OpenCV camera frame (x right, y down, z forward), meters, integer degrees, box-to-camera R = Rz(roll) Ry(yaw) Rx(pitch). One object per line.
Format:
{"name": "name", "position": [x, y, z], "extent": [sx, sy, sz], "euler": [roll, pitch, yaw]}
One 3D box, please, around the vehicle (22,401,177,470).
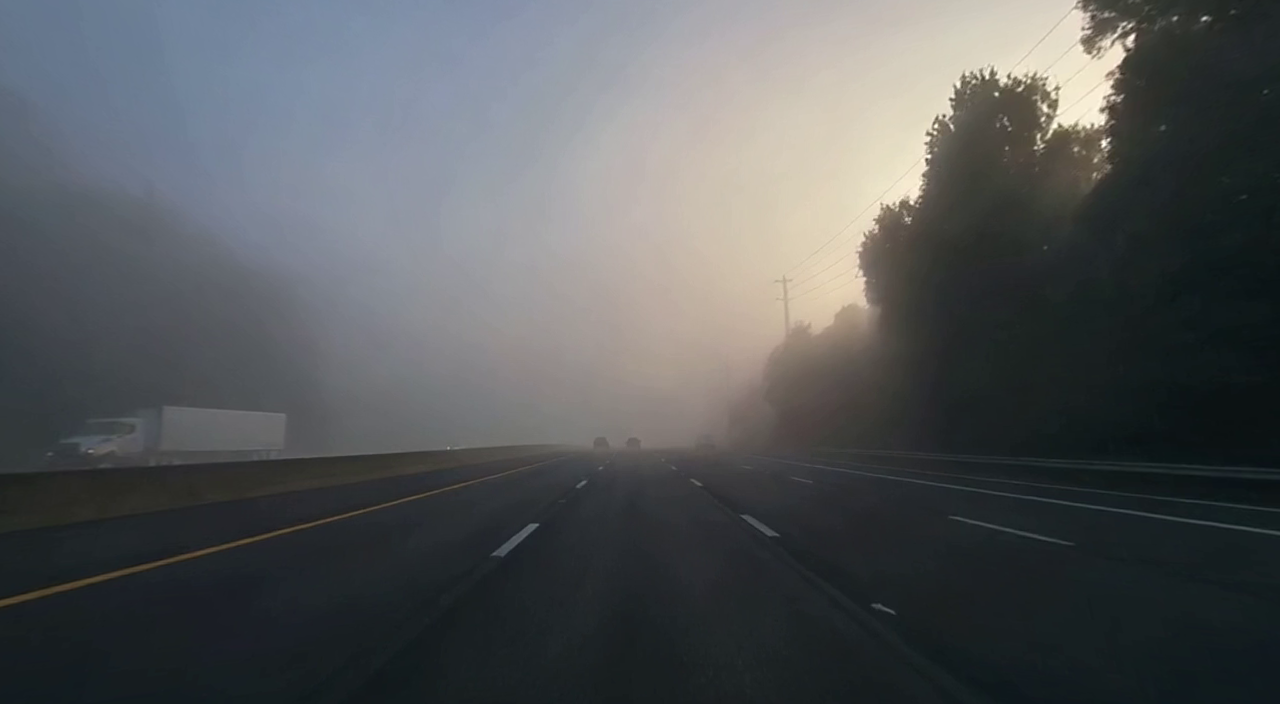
{"name": "vehicle", "position": [-32.404, 5.134, 38.411], "extent": [3.007, 3.808, 7.031], "euler": [0, -9, 0]}

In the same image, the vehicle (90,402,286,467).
{"name": "vehicle", "position": [-32.538, 6.308, 47.313], "extent": [2.879, 4.002, 16.237], "euler": [0, -9, 0]}
